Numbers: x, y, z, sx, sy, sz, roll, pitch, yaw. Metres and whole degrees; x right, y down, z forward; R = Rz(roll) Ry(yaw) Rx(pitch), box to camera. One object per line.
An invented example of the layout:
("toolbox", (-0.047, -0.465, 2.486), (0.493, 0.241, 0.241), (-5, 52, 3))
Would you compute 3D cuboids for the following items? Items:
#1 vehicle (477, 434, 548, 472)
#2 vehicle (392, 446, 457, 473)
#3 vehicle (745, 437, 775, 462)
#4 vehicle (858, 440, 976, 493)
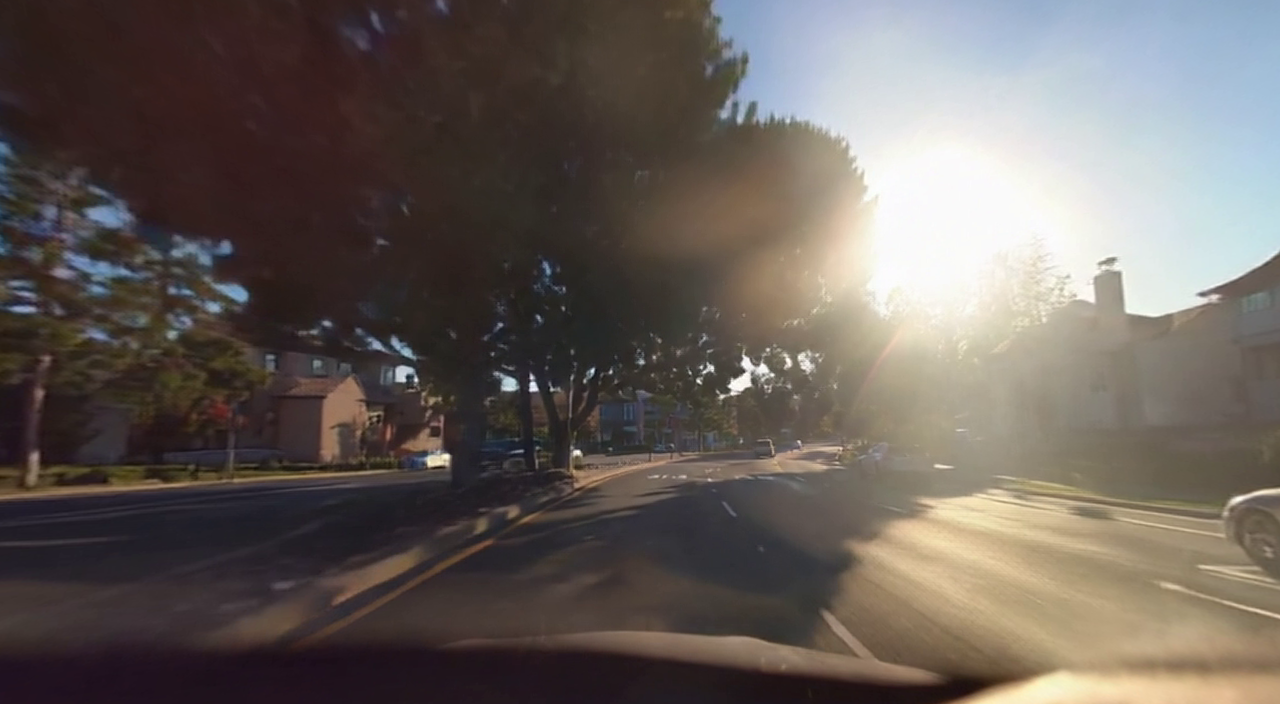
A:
("vehicle", (-6.782, 5.426, 34.146), (2.137, 1.828, 5.202), (-1, -8, 8))
("vehicle", (-12.874, 6.415, 37.963), (1.893, 1.474, 4.375), (-1, -8, 8))
("vehicle", (8.581, 6.971, 45.167), (1.991, 1.684, 4.127), (-2, -8, 10))
("vehicle", (8.343, 3.454, 19.477), (1.855, 1.444, 4.389), (-1, -8, 3))
